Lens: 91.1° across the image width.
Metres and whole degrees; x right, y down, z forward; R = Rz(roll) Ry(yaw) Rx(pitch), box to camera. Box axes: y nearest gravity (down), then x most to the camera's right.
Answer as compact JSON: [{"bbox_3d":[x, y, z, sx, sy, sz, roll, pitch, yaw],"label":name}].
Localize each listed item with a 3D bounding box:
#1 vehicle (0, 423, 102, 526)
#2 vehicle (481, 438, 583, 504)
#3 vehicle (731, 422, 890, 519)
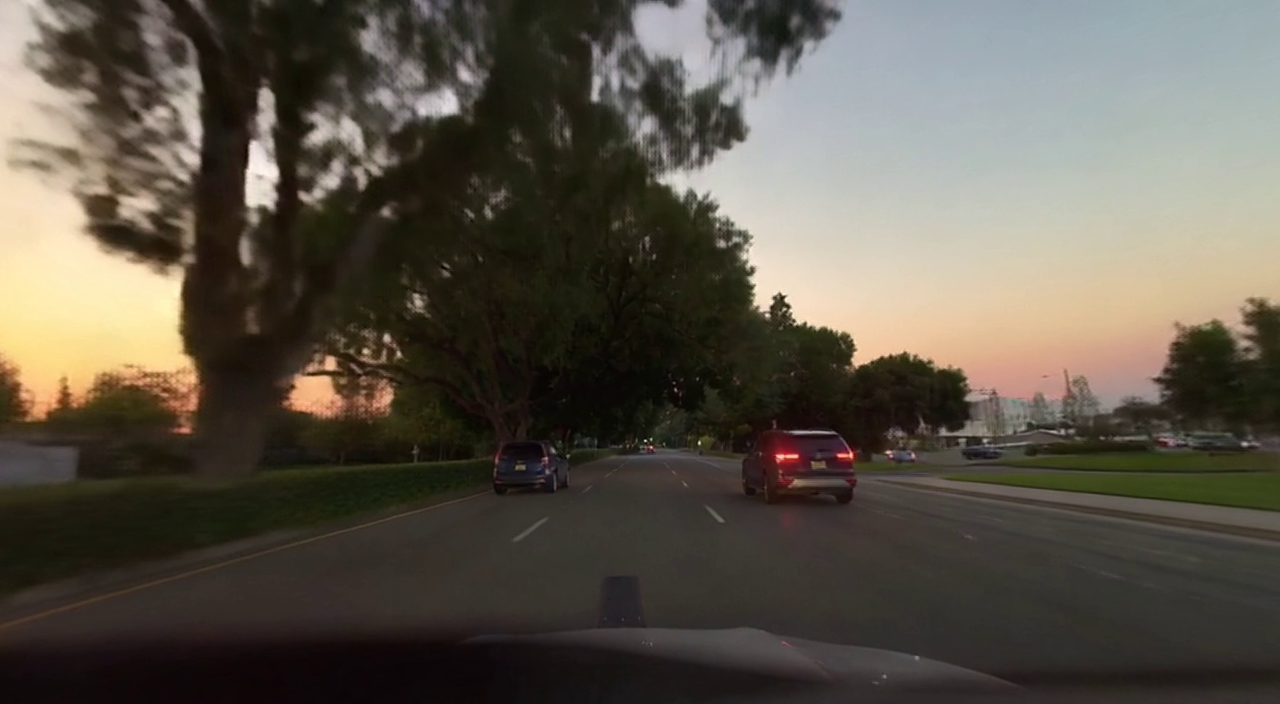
[{"bbox_3d":[-19.828,3.289,16.496,2.891,2.907,9.406,0,-9,1],"label":"vehicle"},{"bbox_3d":[-2.904,3.304,17.920,2.025,1.635,4.293,0,-8,1],"label":"vehicle"},{"bbox_3d":[3.519,2.561,14.141,2.087,1.759,5.040,0,-8,-1],"label":"vehicle"}]
